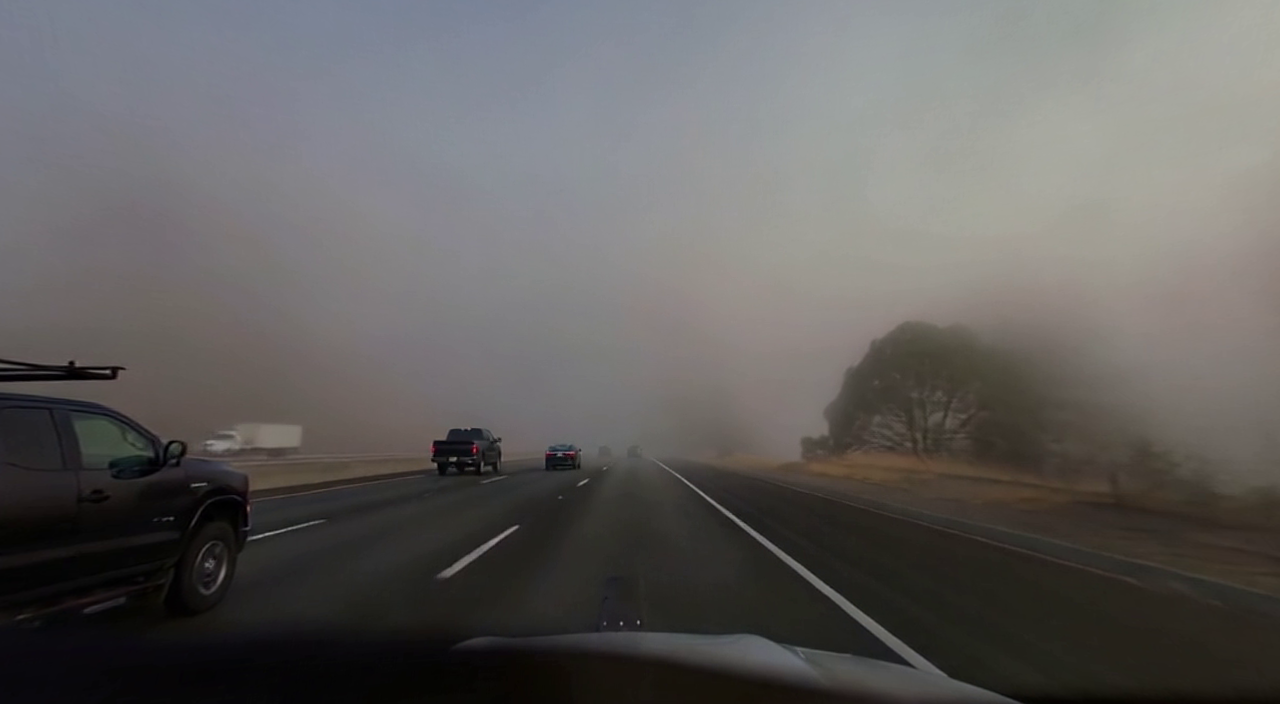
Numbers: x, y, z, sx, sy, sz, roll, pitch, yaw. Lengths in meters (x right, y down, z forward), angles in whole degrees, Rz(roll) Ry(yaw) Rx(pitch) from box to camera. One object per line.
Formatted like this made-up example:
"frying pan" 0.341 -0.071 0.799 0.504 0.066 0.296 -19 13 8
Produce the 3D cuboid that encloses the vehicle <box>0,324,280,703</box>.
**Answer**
"vehicle" -4.051 0.726 2.506 2.200 1.807 5.041 0 -9 1

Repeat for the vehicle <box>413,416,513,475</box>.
"vehicle" -7.556 4.115 27.690 2.594 2.254 6.028 0 -9 0

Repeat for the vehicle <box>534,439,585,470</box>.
"vehicle" -4.152 5.367 33.028 2.012 1.509 4.359 0 -9 1
